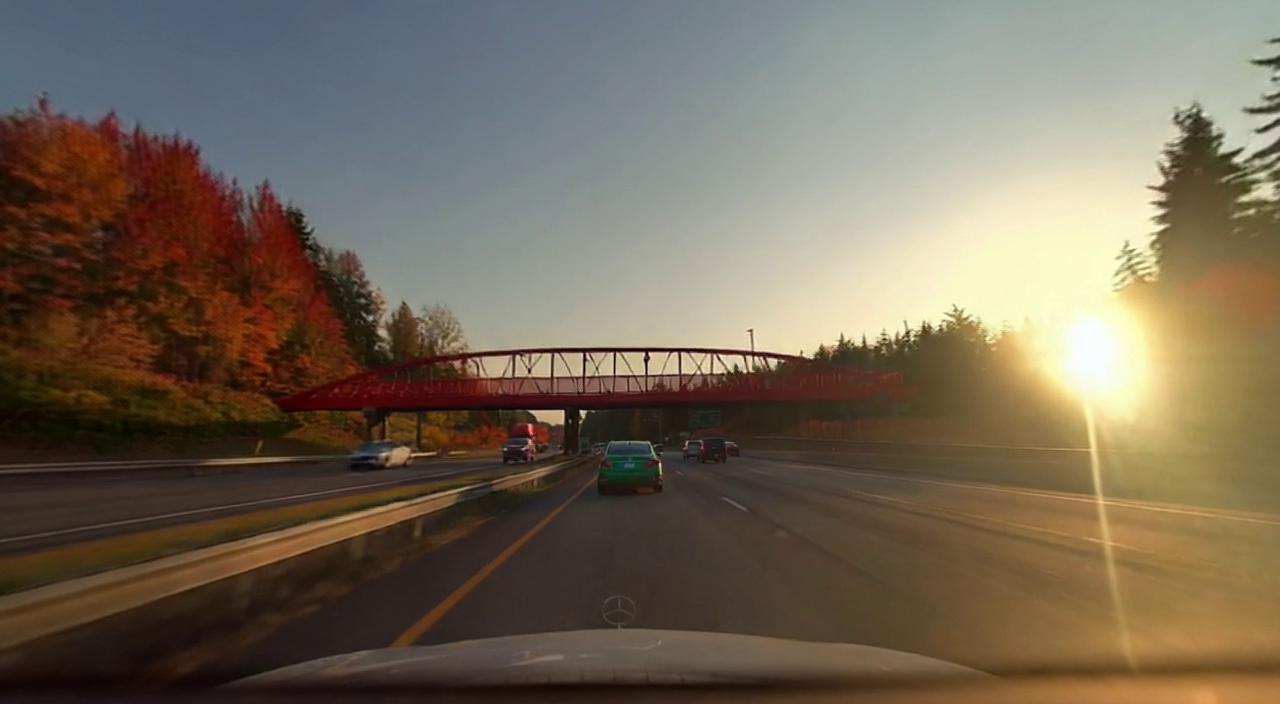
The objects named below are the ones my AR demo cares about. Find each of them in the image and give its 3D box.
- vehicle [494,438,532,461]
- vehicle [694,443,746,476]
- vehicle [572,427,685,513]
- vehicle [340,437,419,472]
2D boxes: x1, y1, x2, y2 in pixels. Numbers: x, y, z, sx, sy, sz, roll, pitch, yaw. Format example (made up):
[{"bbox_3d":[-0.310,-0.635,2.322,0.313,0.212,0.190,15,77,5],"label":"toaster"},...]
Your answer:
[{"bbox_3d":[-9.862,7.646,49.036,2.111,1.674,4.548,0,-9,-1],"label":"vehicle"},{"bbox_3d":[3.868,5.234,30.838,1.894,1.487,3.751,0,-9,-2],"label":"vehicle"},{"bbox_3d":[-0.259,2.680,14.627,2.259,1.699,4.015,0,-9,-1],"label":"vehicle"},{"bbox_3d":[-12.308,4.862,29.907,1.938,1.516,4.282,0,-9,0],"label":"vehicle"}]
